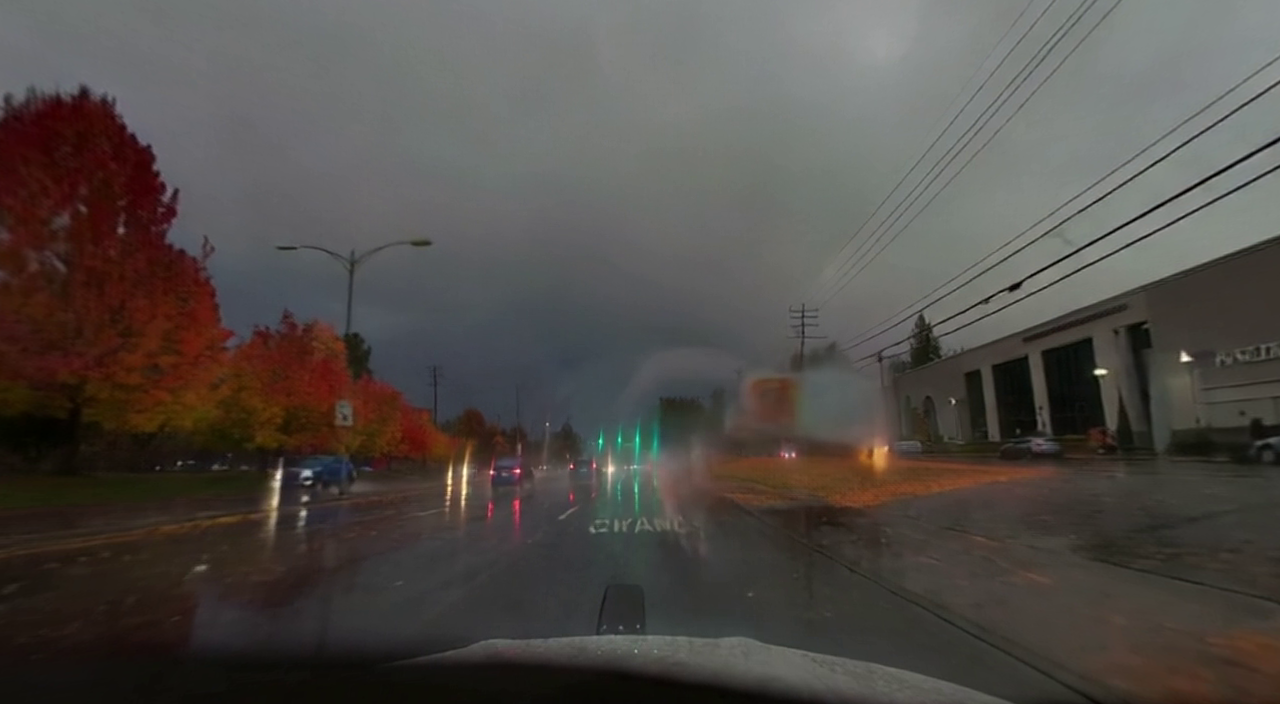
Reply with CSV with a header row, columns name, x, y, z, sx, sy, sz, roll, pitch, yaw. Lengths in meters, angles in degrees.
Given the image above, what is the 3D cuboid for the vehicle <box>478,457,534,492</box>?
name,x,y,z,sx,sy,sz,roll,pitch,yaw
vehicle,-7.036,6.450,33.445,1.932,1.596,4.247,0,-9,1

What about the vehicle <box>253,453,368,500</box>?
name,x,y,z,sx,sy,sz,roll,pitch,yaw
vehicle,-15.570,5.875,30.294,2.276,1.956,5.850,0,-9,1

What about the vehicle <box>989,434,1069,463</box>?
name,x,y,z,sx,sy,sz,roll,pitch,yaw
vehicle,22.109,5.544,36.058,1.884,1.532,4.745,0,-9,5

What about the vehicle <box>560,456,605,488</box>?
name,x,y,z,sx,sy,sz,roll,pitch,yaw
vehicle,-3.271,6.950,36.730,2.085,1.663,4.513,0,-9,2

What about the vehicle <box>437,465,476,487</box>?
name,x,y,z,sx,sy,sz,roll,pitch,yaw
vehicle,-14.259,9.629,49.223,1.909,1.502,4.355,1,-9,-3
